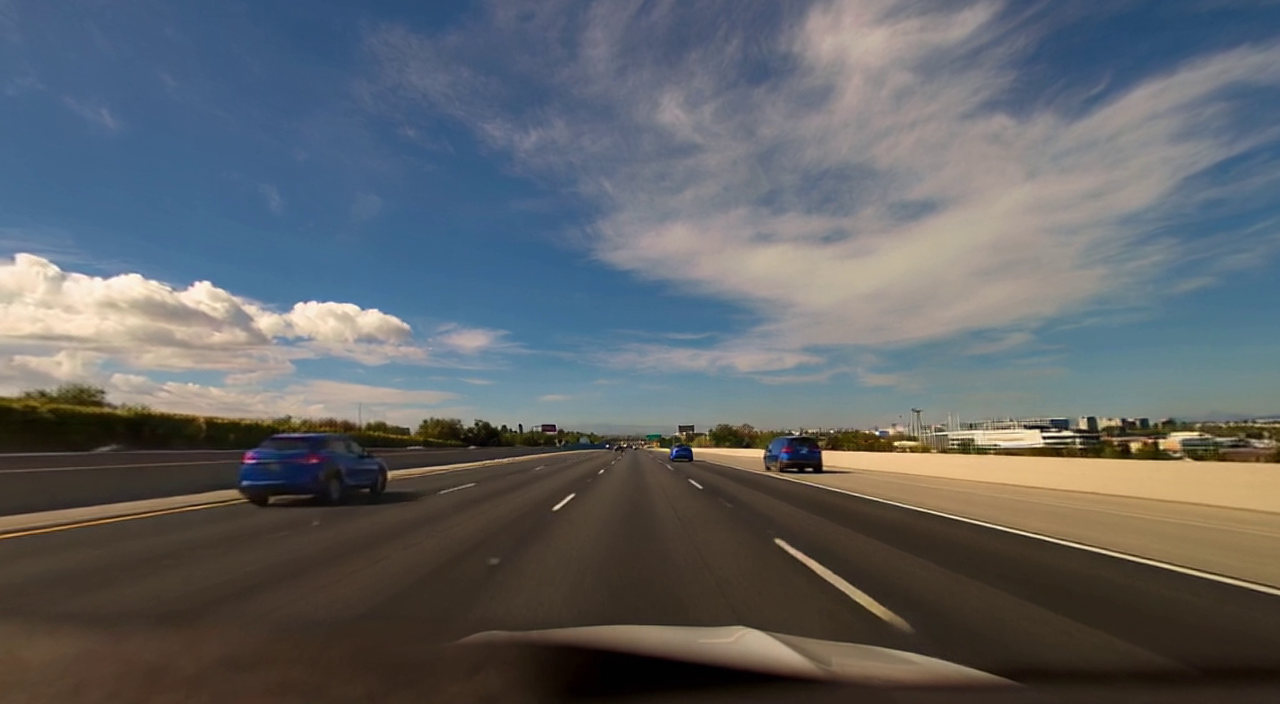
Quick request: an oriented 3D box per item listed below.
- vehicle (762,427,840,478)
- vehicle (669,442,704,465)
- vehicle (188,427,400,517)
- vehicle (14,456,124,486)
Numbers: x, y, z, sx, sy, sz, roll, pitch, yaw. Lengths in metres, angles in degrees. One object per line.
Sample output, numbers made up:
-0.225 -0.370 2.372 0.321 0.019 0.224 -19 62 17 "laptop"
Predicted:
6.779 4.288 27.172 2.065 1.953 4.605 0 -8 -1 "vehicle"
3.193 7.038 44.027 2.000 1.533 3.770 0 -8 -2 "vehicle"
-7.708 2.690 14.948 2.083 1.696 5.464 1 -8 -2 "vehicle"
-32.317 6.723 35.959 1.839 1.466 4.787 0 -8 -1 "vehicle"
